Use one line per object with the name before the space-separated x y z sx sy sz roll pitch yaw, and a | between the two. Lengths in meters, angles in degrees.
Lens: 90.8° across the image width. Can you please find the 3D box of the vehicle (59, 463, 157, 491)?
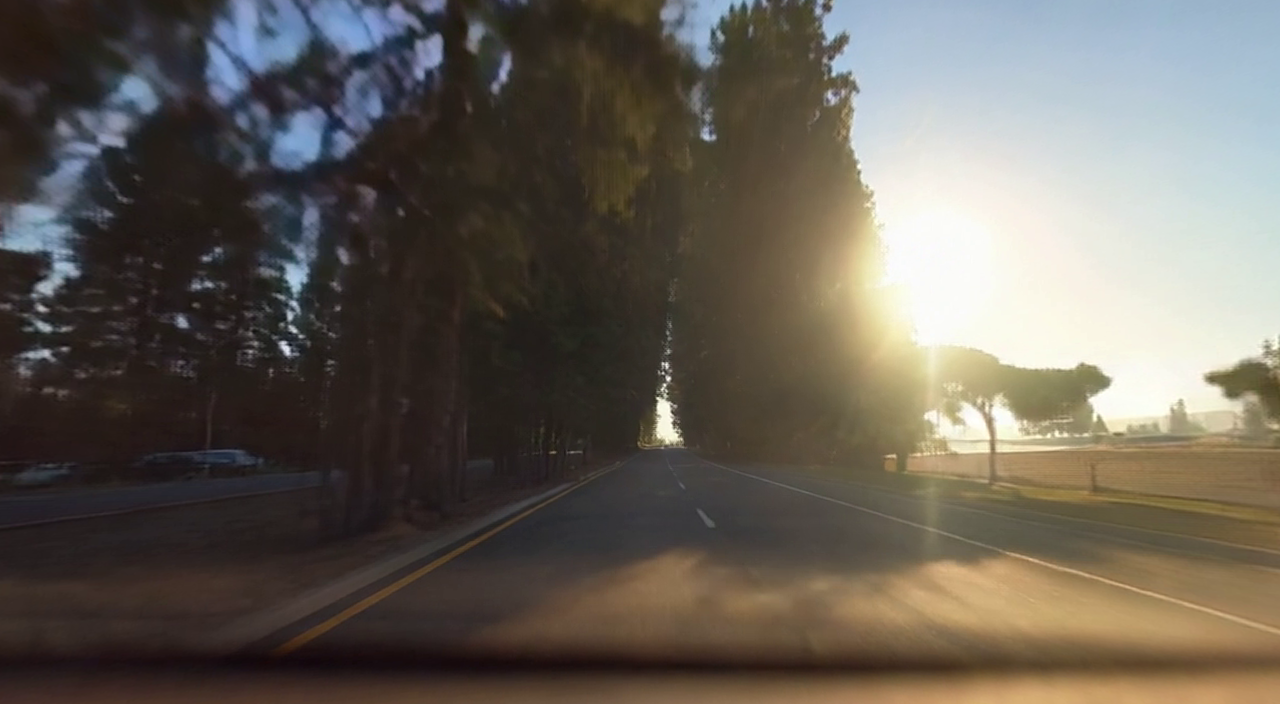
vehicle | -31.212 7.316 37.116 4.204 1.448 1.738 0 -8 2

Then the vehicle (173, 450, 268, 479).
vehicle | -31.792 8.519 47.949 5.647 2.071 2.194 0 -9 3
